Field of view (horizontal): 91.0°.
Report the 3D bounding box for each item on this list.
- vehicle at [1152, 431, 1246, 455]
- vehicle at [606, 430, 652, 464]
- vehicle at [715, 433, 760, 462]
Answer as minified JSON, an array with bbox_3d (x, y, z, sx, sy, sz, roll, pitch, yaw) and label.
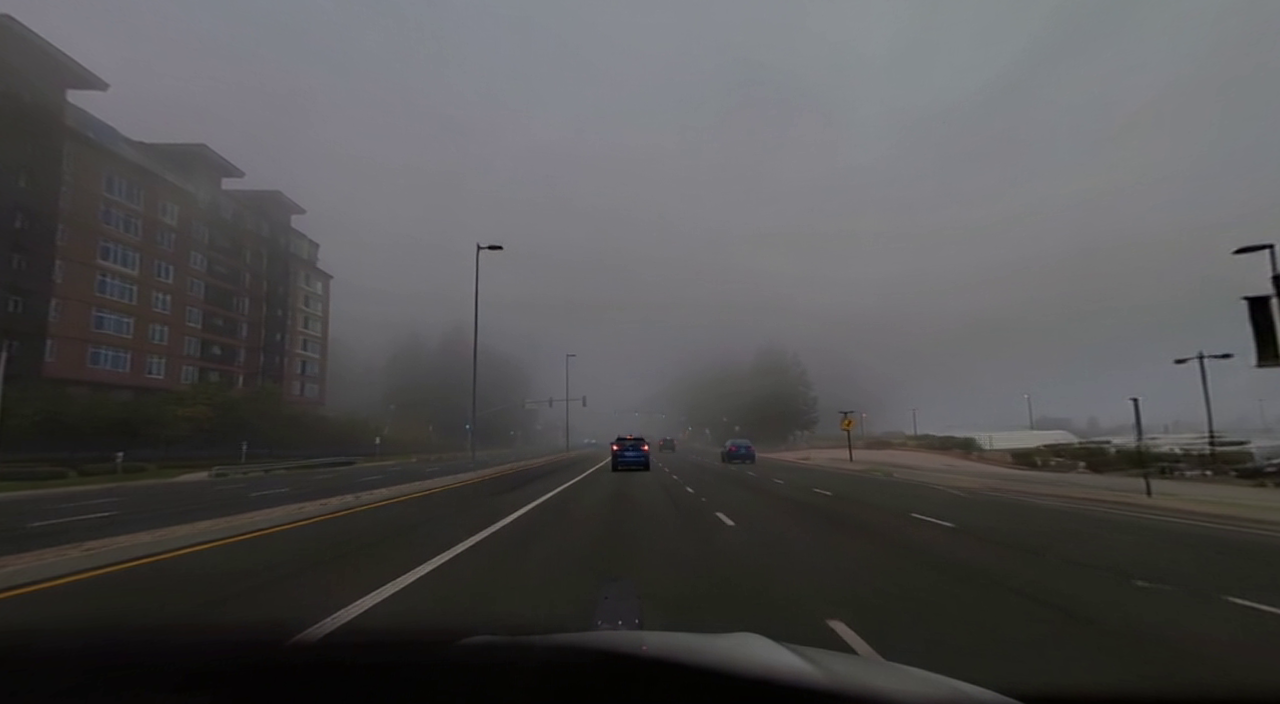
[{"bbox_3d":[43.740,7.155,49.377,1.967,1.788,5.041,5,-10,-30],"label":"vehicle"},{"bbox_3d":[-0.653,5.925,39.232,2.682,1.908,5.706,0,-9,0],"label":"vehicle"},{"bbox_3d":[6.541,6.490,42.811,2.136,1.799,4.796,1,-9,-2],"label":"vehicle"}]
